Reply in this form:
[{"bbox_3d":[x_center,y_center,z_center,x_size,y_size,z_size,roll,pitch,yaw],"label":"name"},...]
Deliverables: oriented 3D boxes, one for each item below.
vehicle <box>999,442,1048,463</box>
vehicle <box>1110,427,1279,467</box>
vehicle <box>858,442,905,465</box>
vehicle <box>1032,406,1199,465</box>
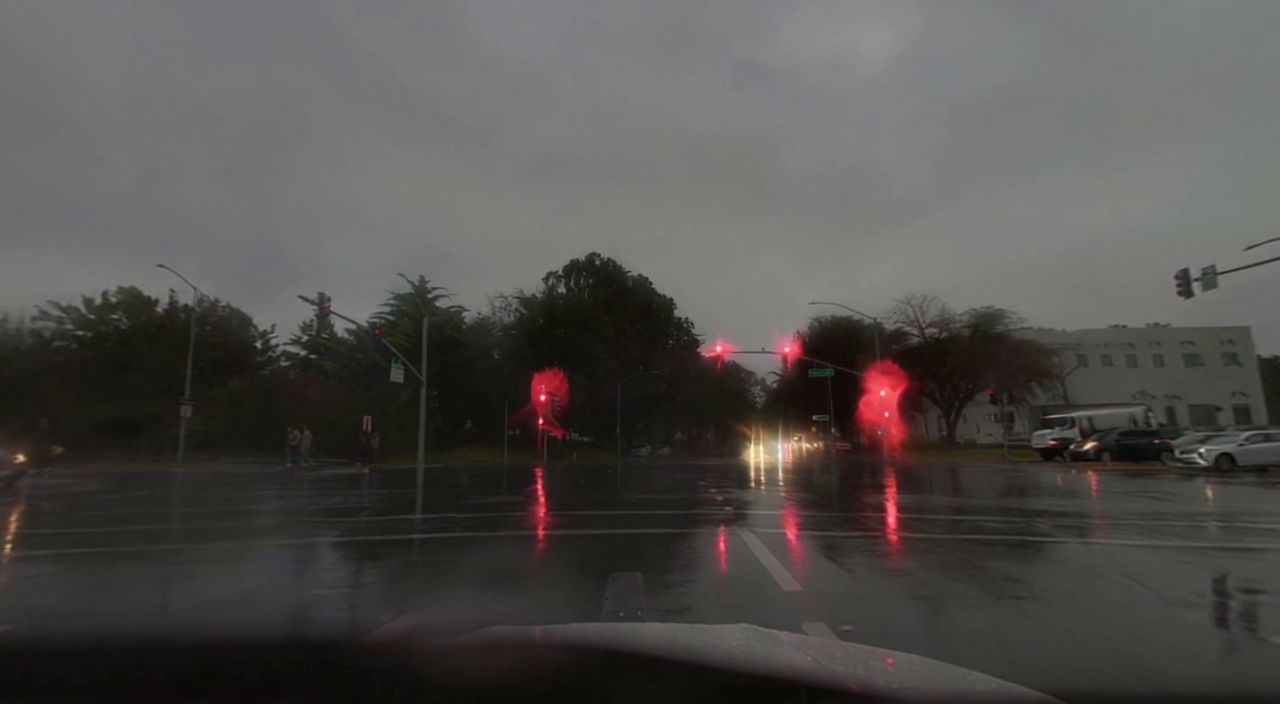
[{"bbox_3d":[27.764,7.274,45.814,1.589,1.405,3.633,-1,-9,6],"label":"vehicle"},{"bbox_3d":[21.389,3.670,24.474,4.740,1.464,1.876,-1,-9,3],"label":"vehicle"},{"bbox_3d":[17.598,7.432,46.276,1.789,1.557,4.293,0,-9,1],"label":"vehicle"},{"bbox_3d":[23.019,4.107,30.850,5.855,2.746,2.523,-1,-9,4],"label":"vehicle"}]
